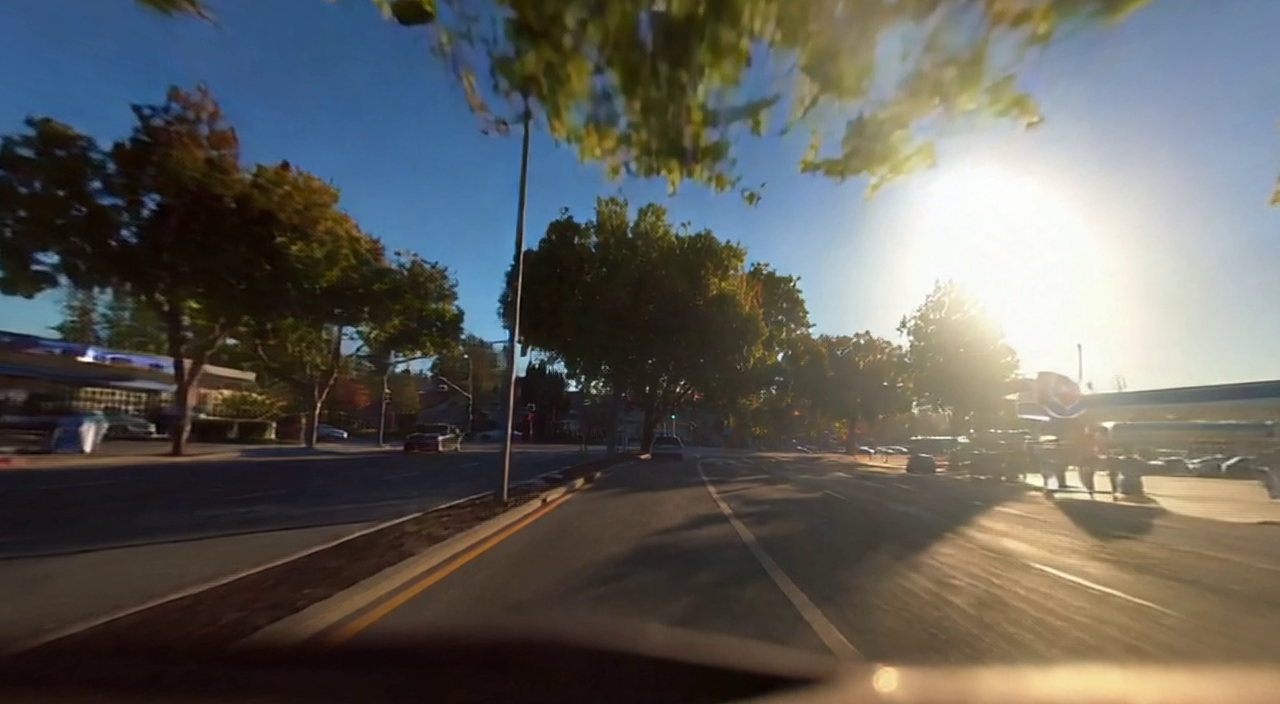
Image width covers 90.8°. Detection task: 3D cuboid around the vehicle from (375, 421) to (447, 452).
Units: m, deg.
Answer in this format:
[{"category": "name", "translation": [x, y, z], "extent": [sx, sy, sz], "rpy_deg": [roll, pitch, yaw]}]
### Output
[{"category": "vehicle", "translation": [-11.611, 4.378, 32.408], "extent": [2.027, 1.486, 4.105], "rpy_deg": [0, -8, 2]}]

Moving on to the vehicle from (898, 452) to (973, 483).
[{"category": "vehicle", "translation": [15.572, 6.066, 33.606], "extent": [2.099, 1.464, 4.615], "rpy_deg": [-1, -8, 5]}]

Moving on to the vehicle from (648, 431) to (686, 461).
[{"category": "vehicle", "translation": [1.633, 5.557, 37.246], "extent": [2.055, 1.655, 4.204], "rpy_deg": [0, -8, 4]}]

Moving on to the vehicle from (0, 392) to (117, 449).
[{"category": "vehicle", "translation": [-22.763, 2.511, 22.917], "extent": [5.480, 1.887, 2.376], "rpy_deg": [0, -9, 4]}]
